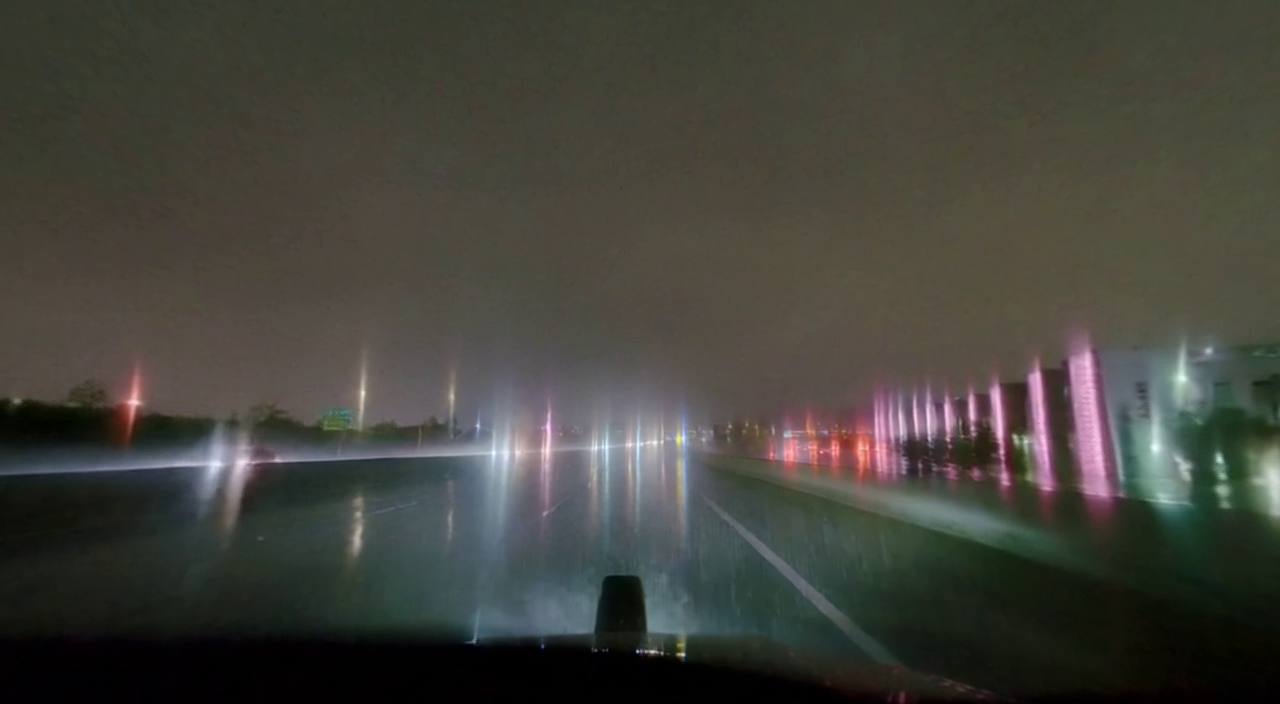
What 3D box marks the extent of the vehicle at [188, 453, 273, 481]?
[{"bbox_3d":[-24.121,6.796,37.336,1.977,1.516,4.391,0,-9,2],"label":"vehicle"}]
